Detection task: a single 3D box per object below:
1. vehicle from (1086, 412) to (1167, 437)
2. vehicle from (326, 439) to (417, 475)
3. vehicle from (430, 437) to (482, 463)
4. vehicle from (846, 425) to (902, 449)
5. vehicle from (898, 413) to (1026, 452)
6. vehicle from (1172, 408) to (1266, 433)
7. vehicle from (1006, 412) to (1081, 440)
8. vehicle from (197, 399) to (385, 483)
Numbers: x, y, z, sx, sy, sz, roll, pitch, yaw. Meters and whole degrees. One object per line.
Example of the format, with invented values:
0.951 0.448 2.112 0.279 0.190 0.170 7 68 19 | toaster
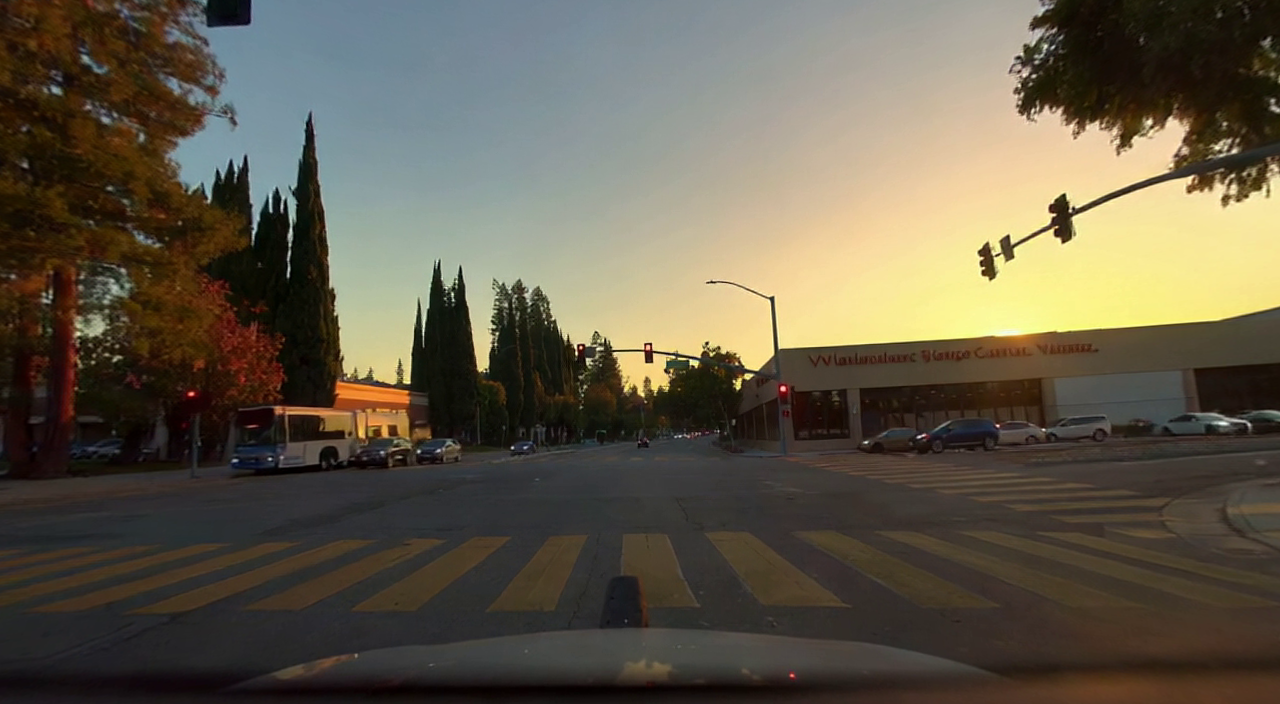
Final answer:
31.382 4.726 40.772 1.823 1.480 4.003 0 -8 -4 | vehicle
-12.034 4.715 28.640 1.996 1.482 4.772 0 -8 0 | vehicle
-12.373 6.633 42.655 2.181 1.653 4.468 0 -8 0 | vehicle
17.178 6.260 46.335 3.329 1.415 1.821 -6 -9 2 | vehicle
14.186 3.593 27.943 4.566 1.670 2.000 0 -8 -2 | vehicle
38.394 4.611 41.952 1.715 1.480 4.701 0 -8 -1 | vehicle
26.310 4.880 41.286 2.011 1.656 4.163 0 -8 -3 | vehicle
-16.573 4.463 31.452 3.161 3.455 11.058 0 -8 -1 | vehicle
